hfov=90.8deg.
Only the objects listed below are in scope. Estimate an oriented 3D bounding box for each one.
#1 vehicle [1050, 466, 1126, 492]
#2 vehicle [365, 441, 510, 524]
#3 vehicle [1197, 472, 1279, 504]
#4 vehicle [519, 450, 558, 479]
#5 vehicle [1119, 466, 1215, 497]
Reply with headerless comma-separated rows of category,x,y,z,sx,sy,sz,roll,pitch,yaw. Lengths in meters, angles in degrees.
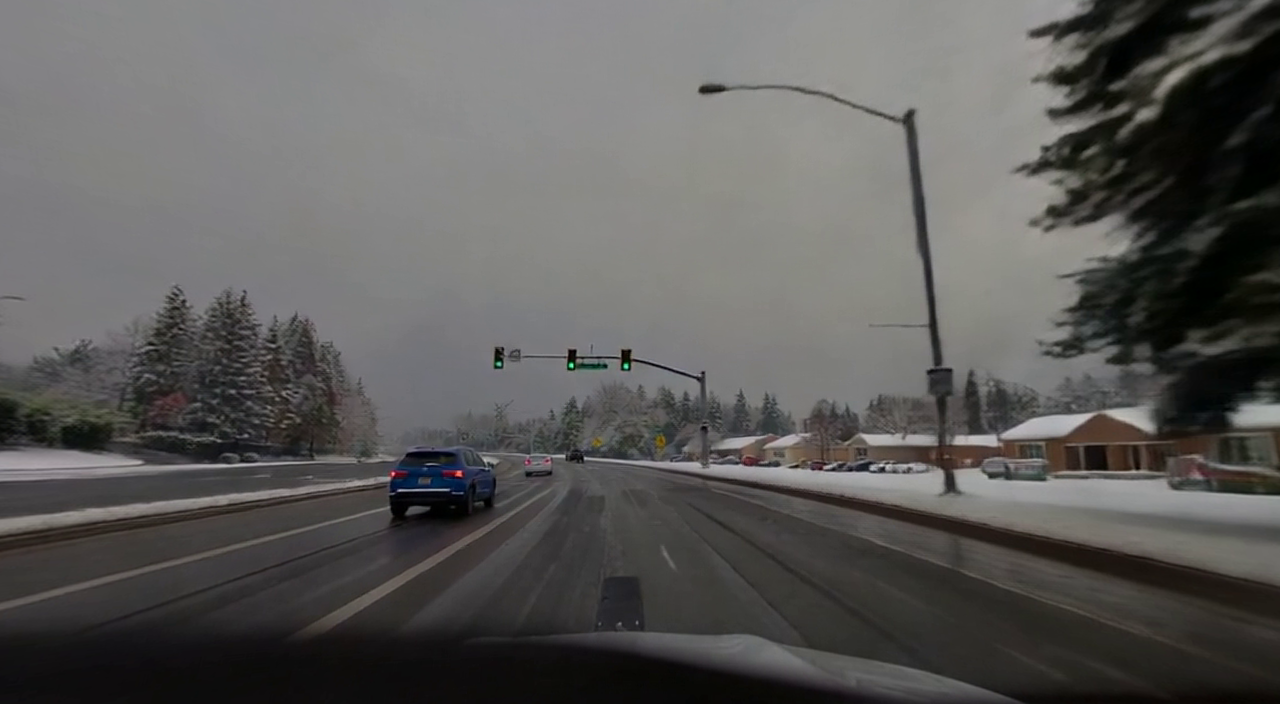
vehicle,33.941,9.612,48.021,1.791,1.703,4.779,1,-9,-8
vehicle,-4.537,2.959,15.020,2.098,1.613,4.606,-1,-8,-2
vehicle,35.433,7.846,36.596,1.933,1.489,4.403,0,-9,-6
vehicle,-5.878,6.518,36.848,1.904,1.476,3.736,0,-8,-4
vehicle,34.838,8.547,41.945,1.850,1.753,4.760,0,-9,-8
